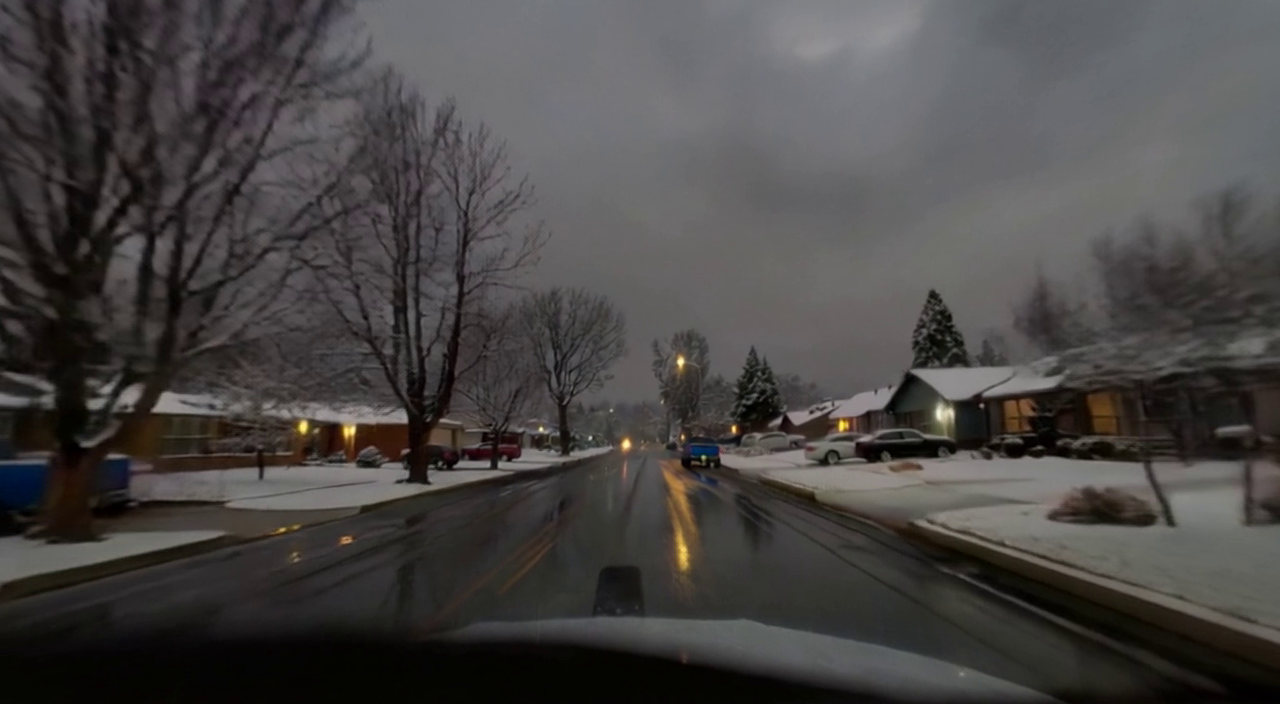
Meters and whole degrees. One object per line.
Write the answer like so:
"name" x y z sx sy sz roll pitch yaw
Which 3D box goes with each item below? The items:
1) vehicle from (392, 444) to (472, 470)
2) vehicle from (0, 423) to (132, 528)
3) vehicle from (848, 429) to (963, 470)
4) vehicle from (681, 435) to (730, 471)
"vehicle" -12.713 6.440 38.749 4.225 1.498 1.917 0 -9 2
"vehicle" -13.571 2.372 12.423 5.286 1.847 2.166 0 -9 2
"vehicle" 11.522 4.229 27.650 4.069 1.680 2.156 0 -7 3
"vehicle" 3.768 6.002 37.746 2.313 1.962 6.029 0 -9 0
